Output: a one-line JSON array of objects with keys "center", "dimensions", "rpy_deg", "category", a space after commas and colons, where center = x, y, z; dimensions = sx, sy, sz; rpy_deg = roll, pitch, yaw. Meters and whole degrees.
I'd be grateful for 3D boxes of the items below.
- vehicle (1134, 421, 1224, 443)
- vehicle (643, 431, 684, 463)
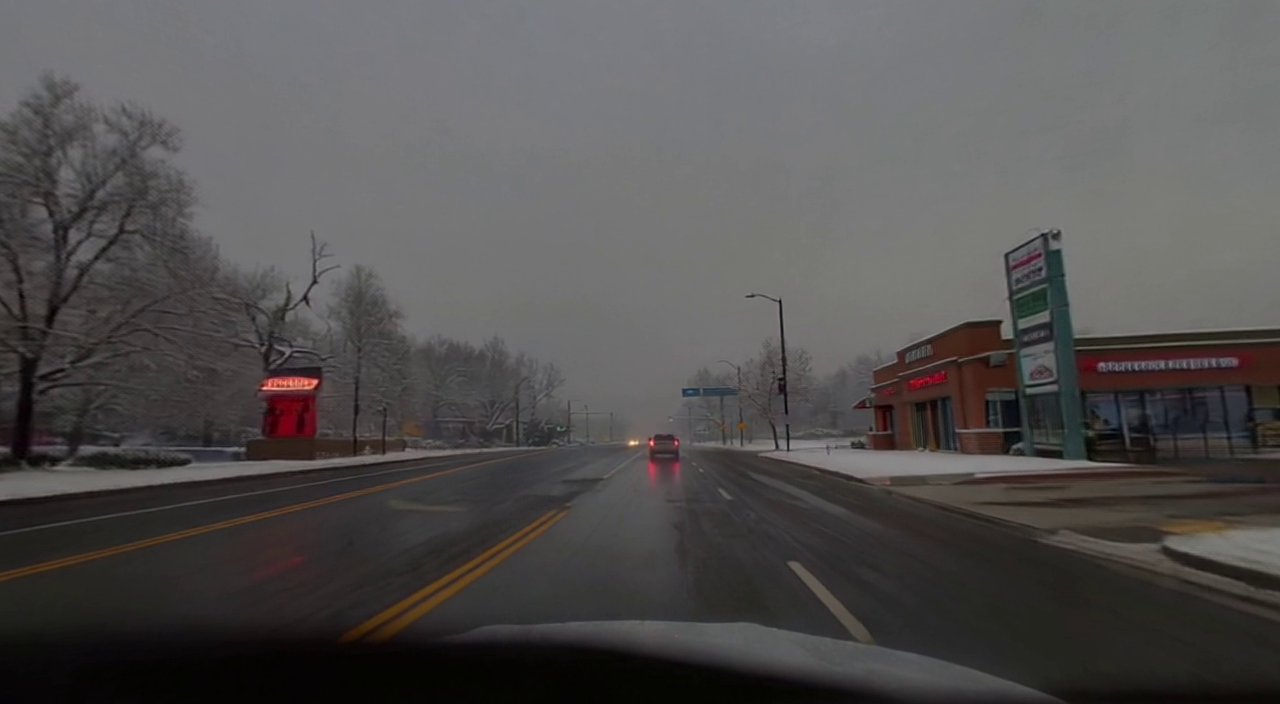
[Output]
[{"center": [38.547, 5.744, 45.095], "dimensions": [4.637, 1.477, 1.823], "rpy_deg": [-1, -8, 4], "category": "vehicle"}, {"center": [1.473, 5.611, 37.299], "dimensions": [2.235, 1.719, 4.292], "rpy_deg": [1, -8, 4], "category": "vehicle"}]
